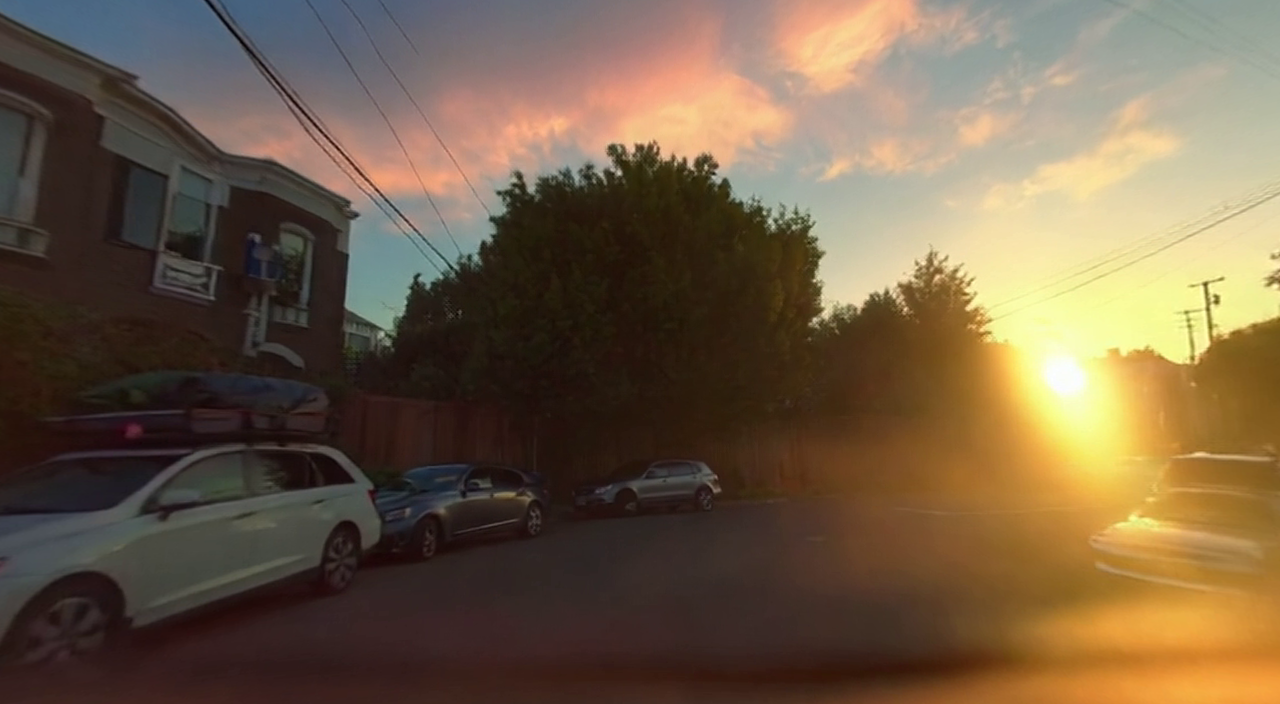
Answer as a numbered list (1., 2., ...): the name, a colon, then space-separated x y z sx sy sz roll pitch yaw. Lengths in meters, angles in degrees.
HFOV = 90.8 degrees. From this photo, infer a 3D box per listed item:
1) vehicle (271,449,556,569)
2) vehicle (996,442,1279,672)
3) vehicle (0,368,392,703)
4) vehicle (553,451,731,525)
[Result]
1. vehicle: -3.328 2.478 10.506 1.943 1.475 4.701 -6 -12 17
2. vehicle: 5.459 1.682 6.384 2.054 1.509 4.671 -8 -11 43
3. vehicle: -4.124 1.352 4.901 2.247 1.702 5.043 -5 -10 2
4. vehicle: 0.141 3.370 16.235 4.217 1.547 2.082 7 -11 -40
